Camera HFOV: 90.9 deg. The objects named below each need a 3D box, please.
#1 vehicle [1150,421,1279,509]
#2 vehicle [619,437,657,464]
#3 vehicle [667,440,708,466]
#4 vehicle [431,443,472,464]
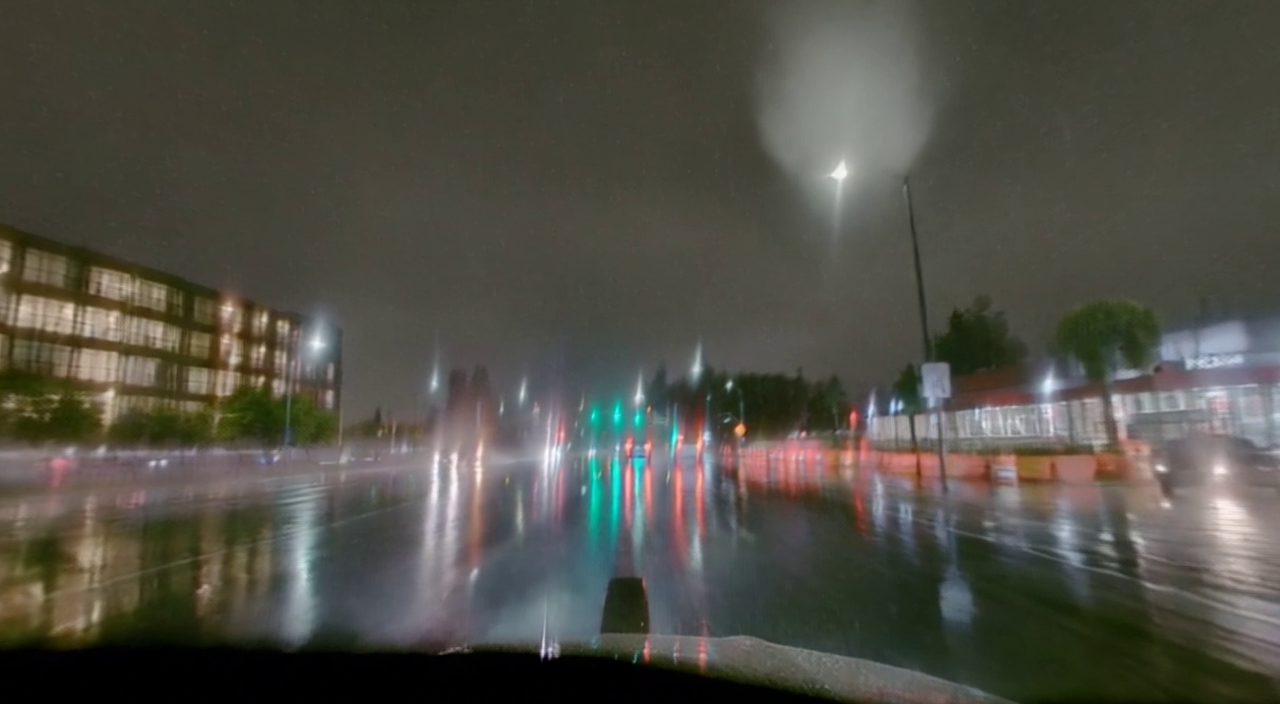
[{"bbox_3d":[12.252,1.986,11.221,1.948,1.466,4.520,-1,-7,-15],"label":"vehicle"},{"bbox_3d":[-0.078,6.590,42.132,2.000,1.671,4.276,-1,-8,7],"label":"vehicle"},{"bbox_3d":[2.925,6.090,38.106,1.974,1.490,4.231,-2,-9,11],"label":"vehicle"},{"bbox_3d":[-14.818,8.007,49.757,1.868,1.528,4.317,0,-8,0],"label":"vehicle"}]
